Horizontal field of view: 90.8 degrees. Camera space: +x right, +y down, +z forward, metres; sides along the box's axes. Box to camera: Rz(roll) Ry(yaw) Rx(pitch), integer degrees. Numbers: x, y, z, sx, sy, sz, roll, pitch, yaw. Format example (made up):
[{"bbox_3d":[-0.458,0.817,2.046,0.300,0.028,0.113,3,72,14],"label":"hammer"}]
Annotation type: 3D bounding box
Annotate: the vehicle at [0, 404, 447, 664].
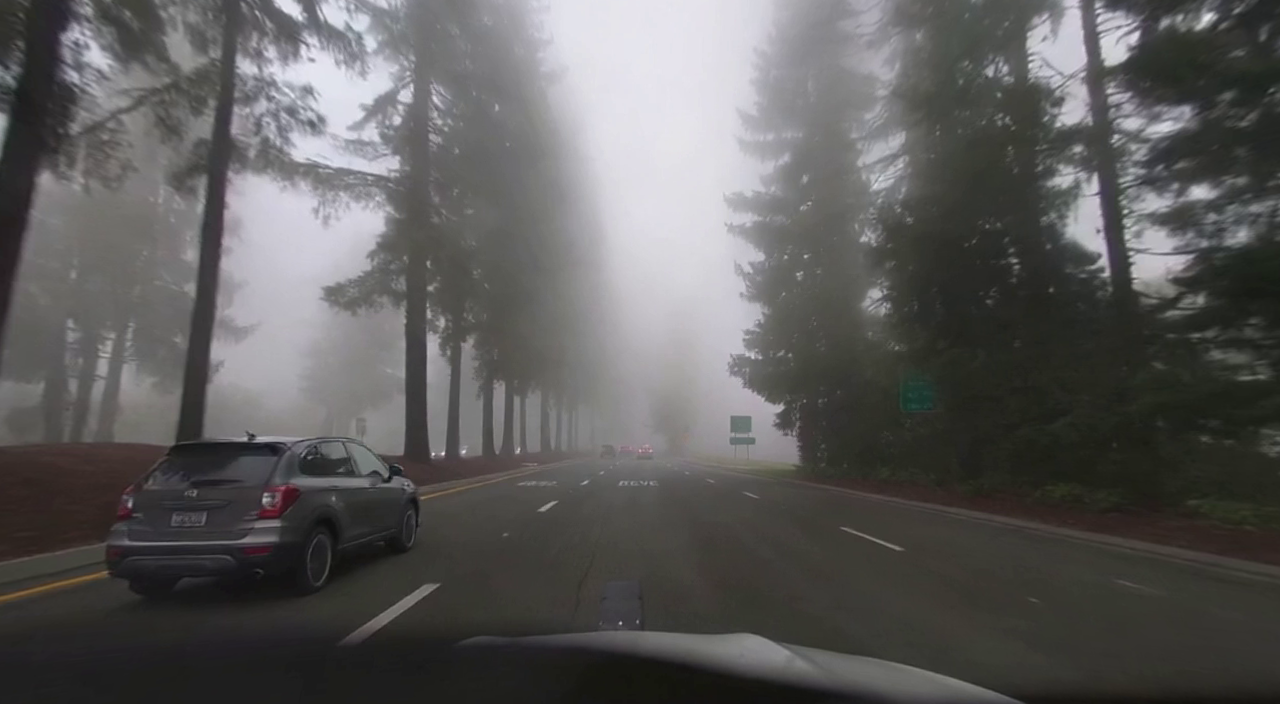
[{"bbox_3d":[-3.483,1.433,6.050,1.942,1.588,4.172,0,-9,0],"label":"vehicle"}]
